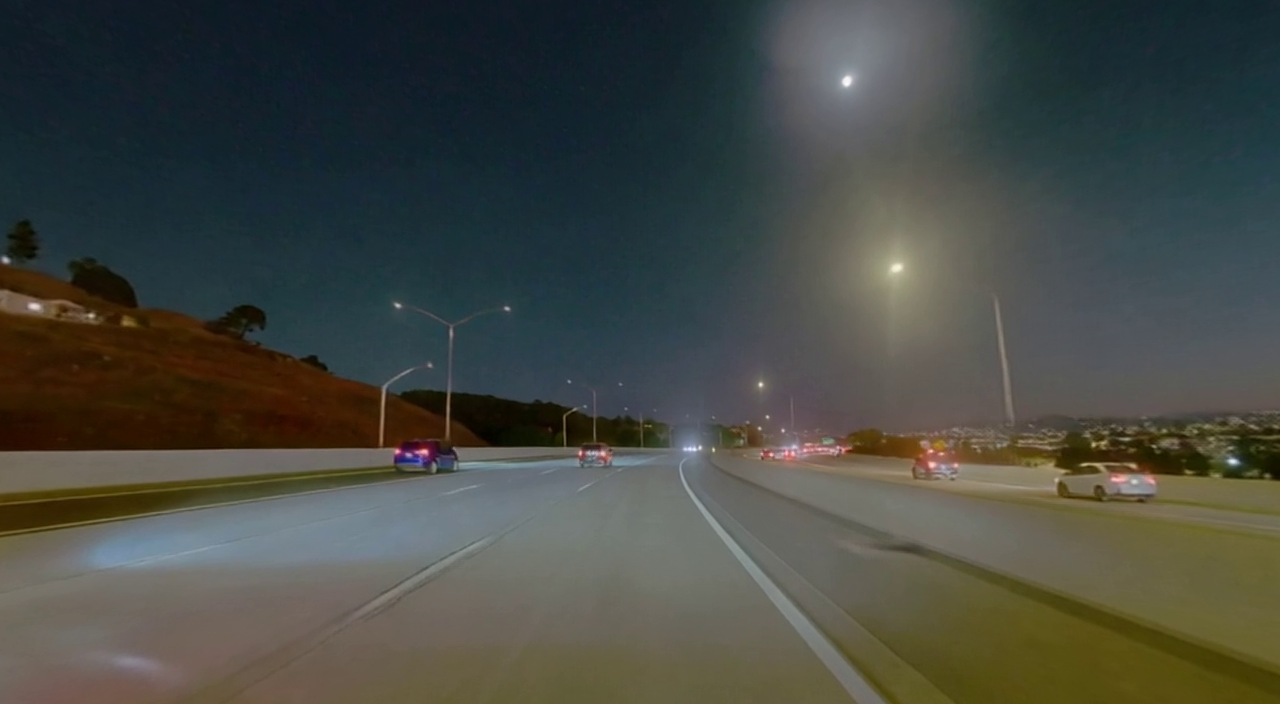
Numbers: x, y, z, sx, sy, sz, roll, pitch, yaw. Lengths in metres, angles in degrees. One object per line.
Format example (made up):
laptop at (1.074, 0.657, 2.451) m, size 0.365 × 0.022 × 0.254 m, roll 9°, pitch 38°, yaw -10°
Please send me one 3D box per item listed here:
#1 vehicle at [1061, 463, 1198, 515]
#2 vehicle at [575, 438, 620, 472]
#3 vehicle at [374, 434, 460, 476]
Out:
vehicle at (17.994, 5.022, 23.522) m, size 1.786 × 1.559 × 4.496 m, roll -1°, pitch -8°, yaw 5°
vehicle at (-2.377, 5.866, 36.083) m, size 2.028 × 1.782 × 4.150 m, roll -1°, pitch -8°, yaw 4°
vehicle at (-10.058, 4.701, 28.910) m, size 2.039 × 1.746 × 4.528 m, roll -1°, pitch -8°, yaw 4°
